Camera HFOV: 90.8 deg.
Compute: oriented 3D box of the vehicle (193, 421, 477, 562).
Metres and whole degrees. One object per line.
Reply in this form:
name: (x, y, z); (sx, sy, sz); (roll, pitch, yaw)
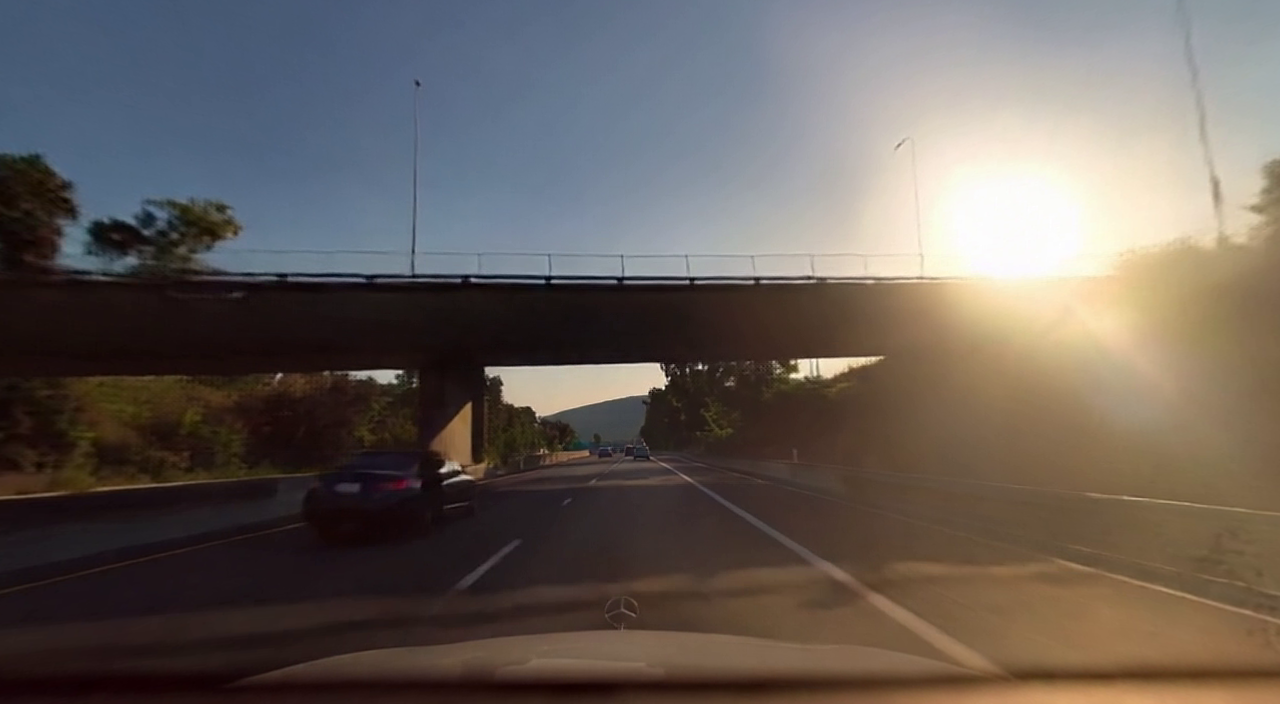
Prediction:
vehicle: (-4.171, 1.974, 9.715); (2.076, 1.637, 4.526); (0, -8, 0)
